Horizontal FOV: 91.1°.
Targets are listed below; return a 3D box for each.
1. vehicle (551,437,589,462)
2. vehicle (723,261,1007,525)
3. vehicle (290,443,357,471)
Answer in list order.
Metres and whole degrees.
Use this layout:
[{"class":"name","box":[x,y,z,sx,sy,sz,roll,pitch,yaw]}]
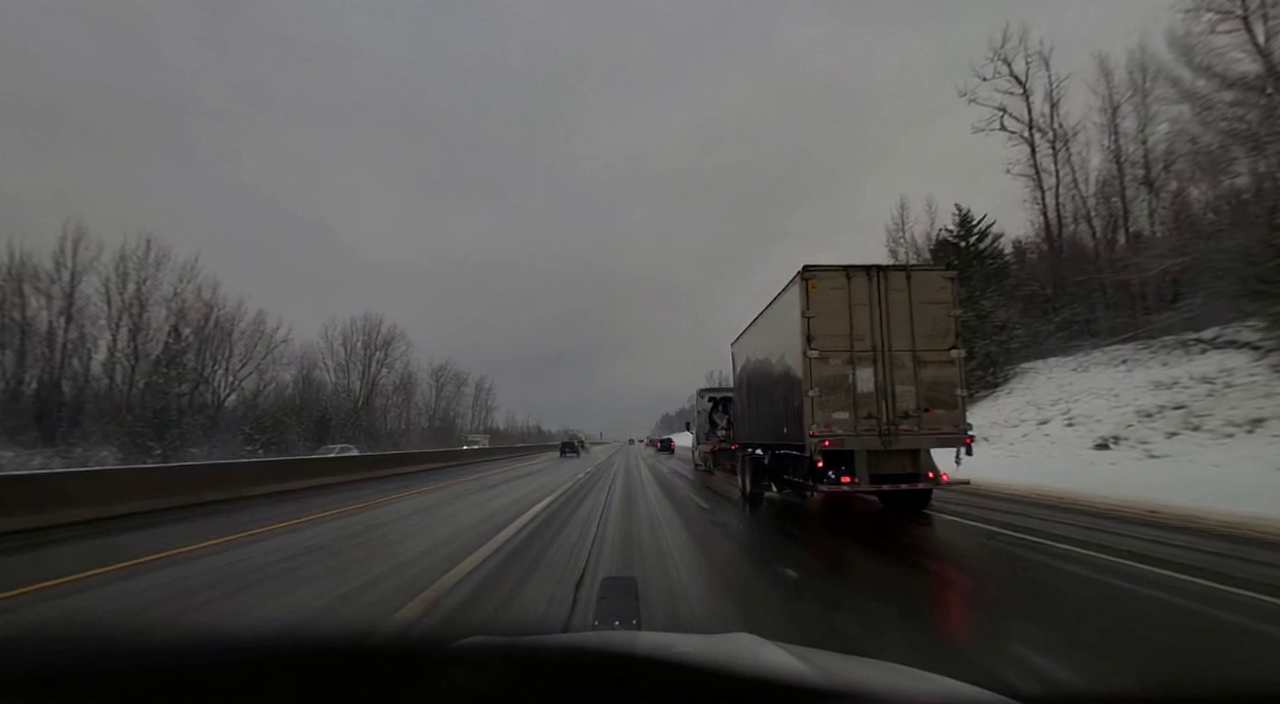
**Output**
[{"class":"vehicle","box":[-4.431,6.214,40.227,2.017,1.484,4.088,0,-8,-1]},{"class":"vehicle","box":[3.932,1.140,13.817,2.906,3.999,8.621,0,-8,-1]},{"class":"vehicle","box":[-19.848,6.583,39.675,1.893,1.584,4.596,0,-8,0]}]
